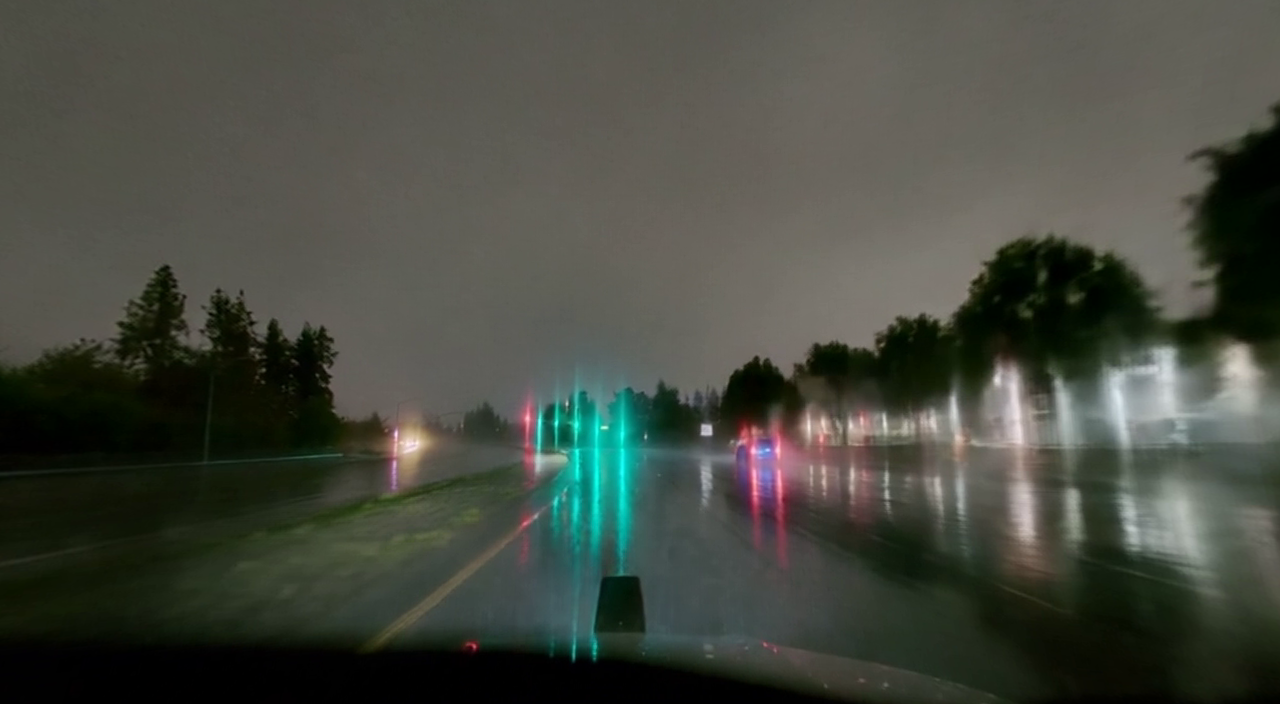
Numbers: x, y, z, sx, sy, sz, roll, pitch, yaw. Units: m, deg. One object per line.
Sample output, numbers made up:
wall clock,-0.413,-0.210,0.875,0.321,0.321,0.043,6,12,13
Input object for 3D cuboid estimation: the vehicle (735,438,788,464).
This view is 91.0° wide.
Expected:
vehicle,7.332,6.041,38.420,1.908,1.483,4.474,1,-8,-6
